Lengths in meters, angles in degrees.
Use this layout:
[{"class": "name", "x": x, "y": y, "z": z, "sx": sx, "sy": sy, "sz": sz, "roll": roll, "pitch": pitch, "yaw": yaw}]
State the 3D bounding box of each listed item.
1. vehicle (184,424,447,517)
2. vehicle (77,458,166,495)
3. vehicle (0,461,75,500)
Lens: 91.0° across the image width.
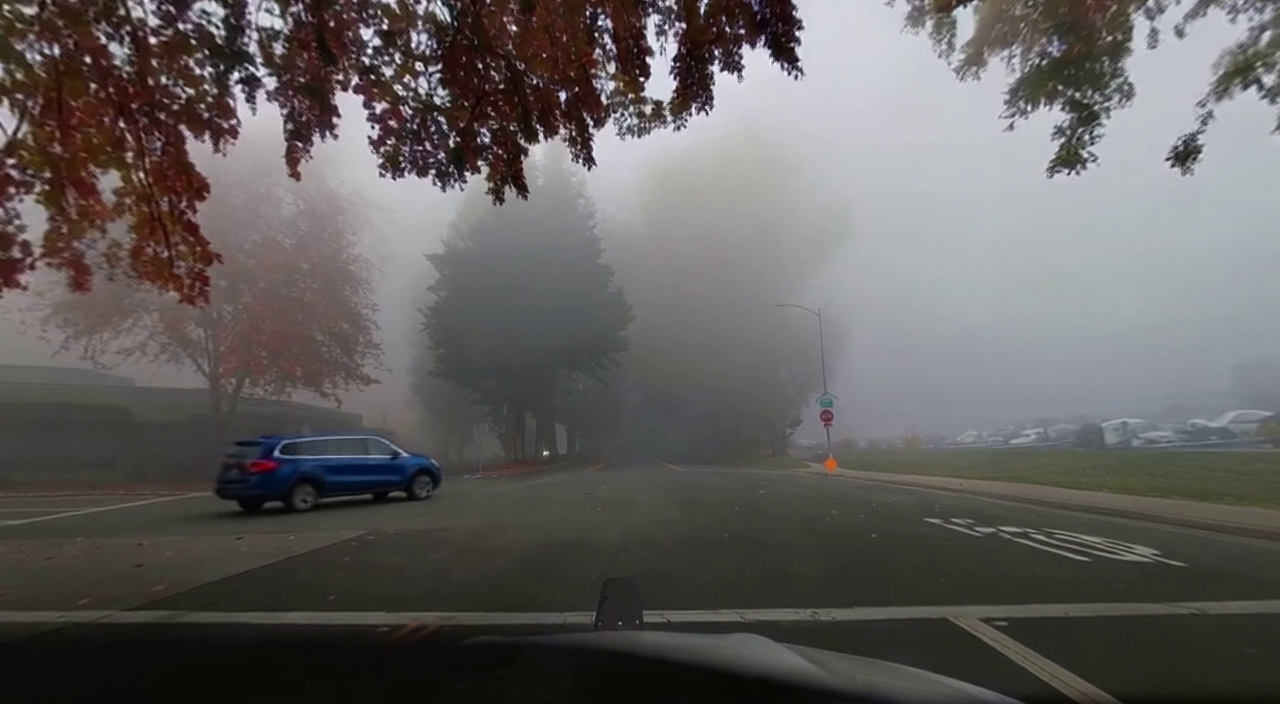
[{"class": "vehicle", "x": -8.254, "y": 3.013, "z": 16.634, "sx": 2.284, "sy": 2.012, "sz": 5.607, "roll": -8, "pitch": -11, "yaw": 41}, {"class": "vehicle", "x": -26.218, "y": 6.258, "z": 31.940, "sx": 3.248, "sy": 1.720, "sz": 1.902, "roll": 7, "pitch": -11, "yaw": -38}, {"class": "vehicle", "x": -29.481, "y": 5.963, "z": 29.282, "sx": 4.410, "sy": 1.644, "sz": 1.907, "roll": 6, "pitch": -11, "yaw": -35}]
